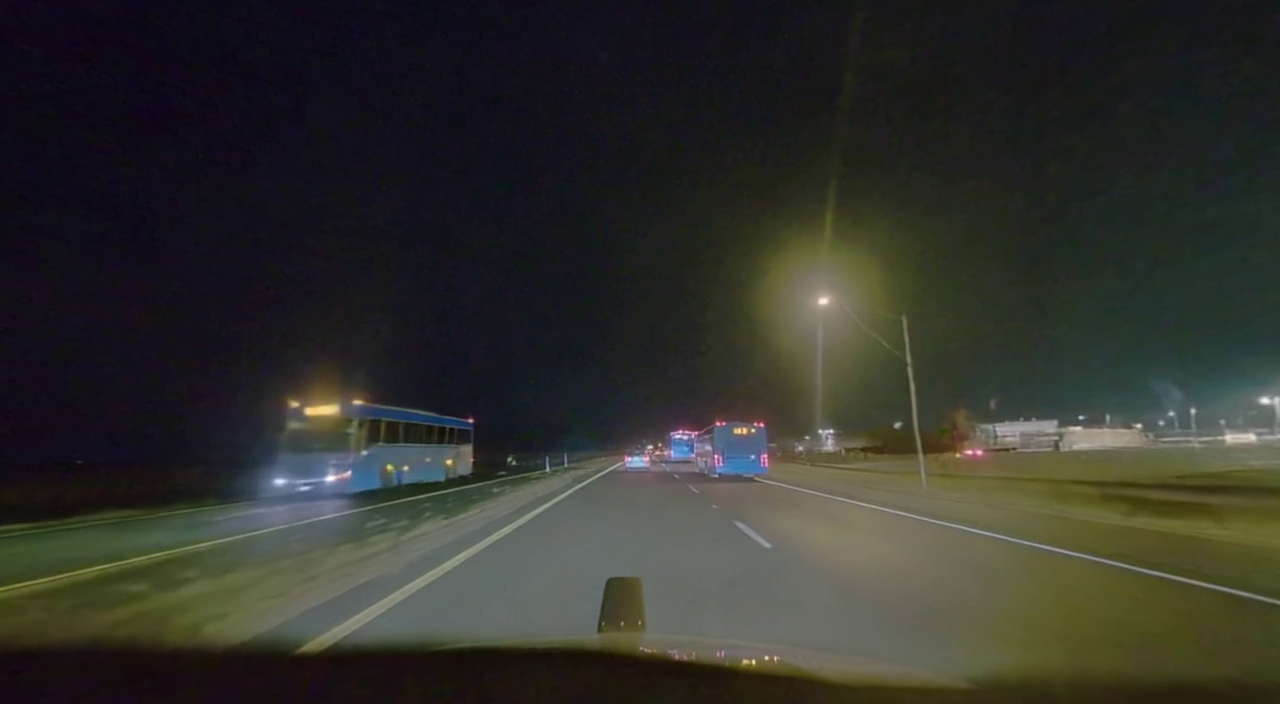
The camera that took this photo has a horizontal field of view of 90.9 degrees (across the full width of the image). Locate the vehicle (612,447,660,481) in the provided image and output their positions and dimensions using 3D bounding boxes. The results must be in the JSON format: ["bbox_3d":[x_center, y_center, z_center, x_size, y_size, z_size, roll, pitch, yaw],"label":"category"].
[{"bbox_3d":[-0.194,5.026,28.516,2.004,1.449,3.817,0,-9,-1],"label":"vehicle"}]

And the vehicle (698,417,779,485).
[{"bbox_3d":[4.060,4.263,27.186,2.440,2.555,5.957,0,-9,-1],"label":"vehicle"}]

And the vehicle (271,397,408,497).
[{"bbox_3d":[-13.409,4.350,28.892,3.007,4.034,6.288,0,-9,0],"label":"vehicle"}]
